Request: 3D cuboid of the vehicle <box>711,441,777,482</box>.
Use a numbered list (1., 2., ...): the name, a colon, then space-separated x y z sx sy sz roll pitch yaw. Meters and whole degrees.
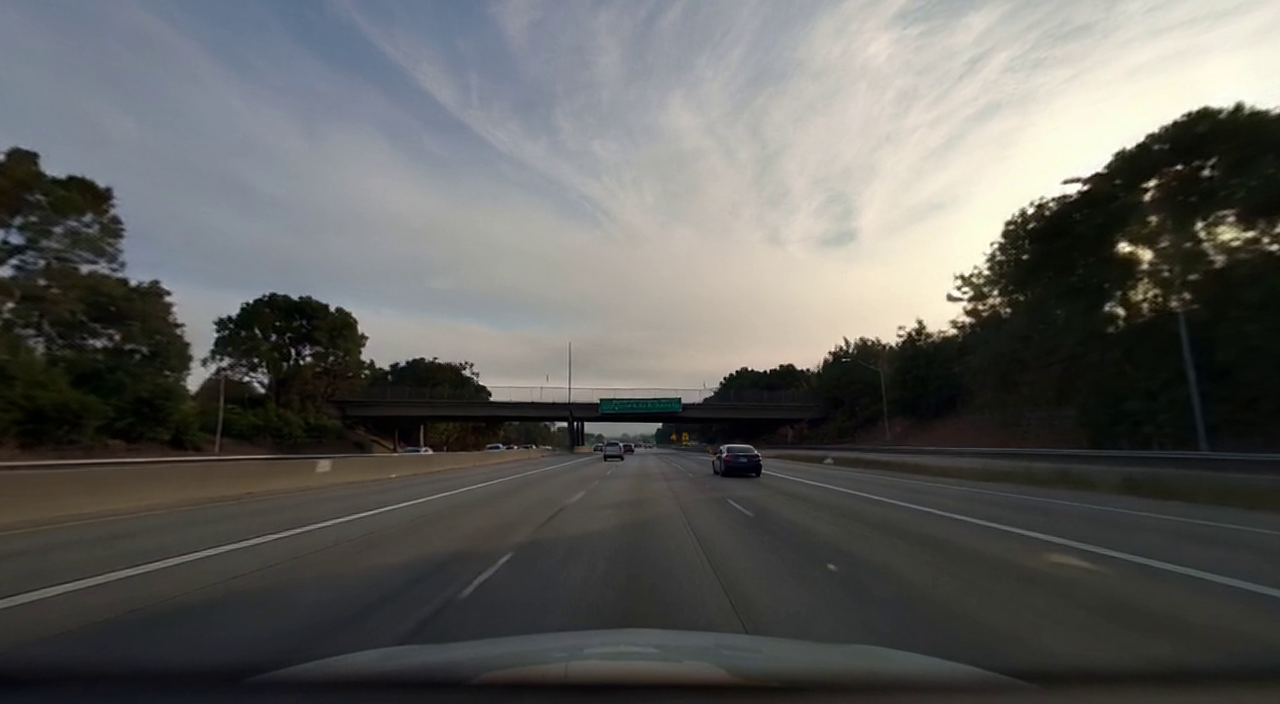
1. vehicle: 4.096 4.375 25.582 1.908 1.483 4.259 0 -8 -1
